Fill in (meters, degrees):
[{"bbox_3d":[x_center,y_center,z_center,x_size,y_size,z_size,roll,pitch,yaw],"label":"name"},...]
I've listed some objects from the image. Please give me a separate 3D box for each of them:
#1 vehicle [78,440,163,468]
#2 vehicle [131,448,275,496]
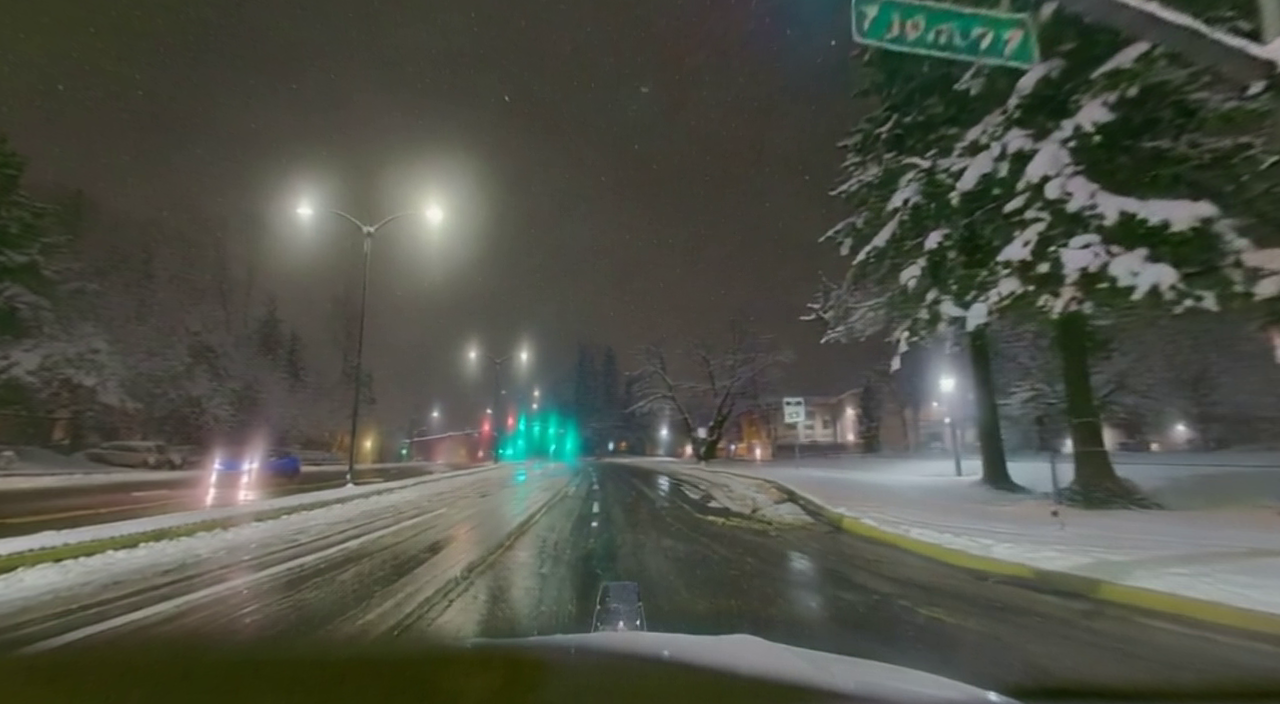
[{"bbox_3d":[-39.892,7.823,48.642,4.579,1.962,2.161,2,-8,-25],"label":"vehicle"},{"bbox_3d":[-15.921,4.349,23.408,2.152,1.521,4.767,0,-8,-4],"label":"vehicle"}]
